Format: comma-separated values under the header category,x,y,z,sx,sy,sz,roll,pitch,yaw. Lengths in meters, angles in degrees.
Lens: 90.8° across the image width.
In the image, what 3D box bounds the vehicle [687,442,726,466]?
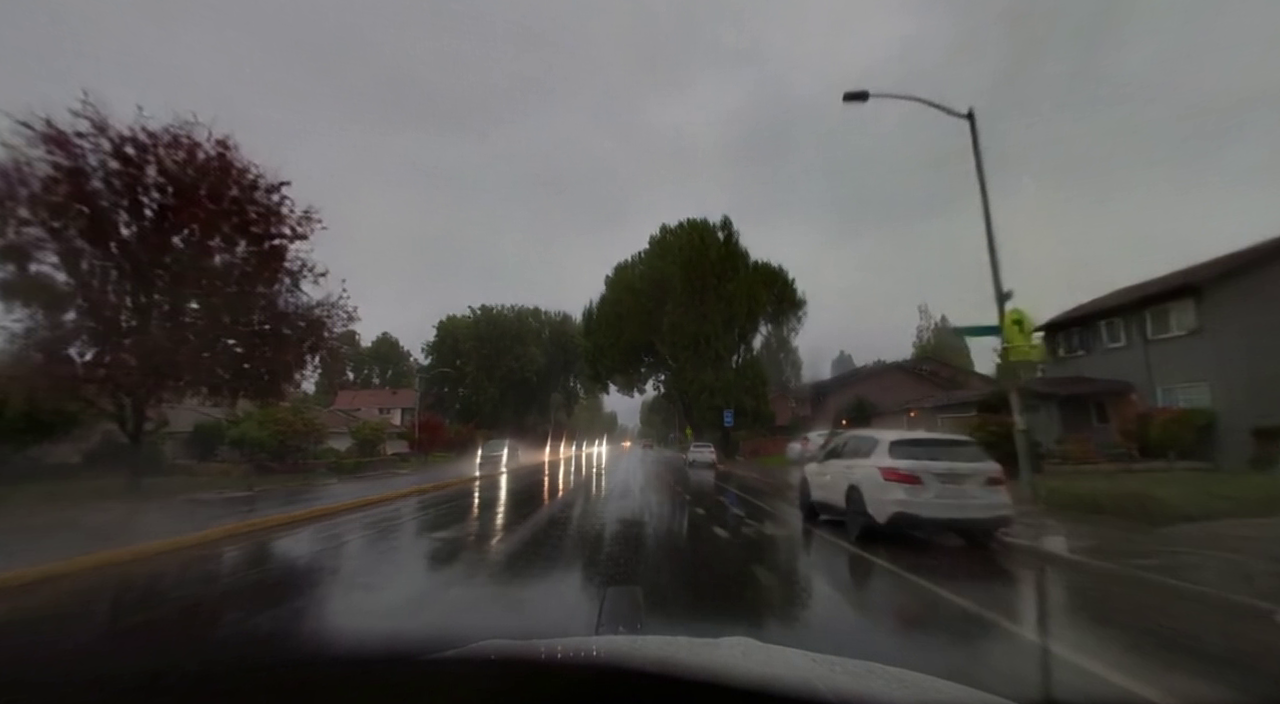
category,x,y,z,sx,sy,sz,roll,pitch,yaw
vehicle,4.240,6.596,41.177,2.011,1.458,4.633,0,-8,-1

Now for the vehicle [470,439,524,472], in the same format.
category,x,y,z,sx,sy,sz,roll,pitch,yaw
vehicle,-8.635,6.244,38.479,2.146,1.869,4.654,0,-8,1

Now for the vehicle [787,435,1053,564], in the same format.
category,x,y,z,sx,sy,sz,roll,pitch,yaw
vehicle,3.853,2.082,9.804,1.991,1.500,4.562,0,-8,0
